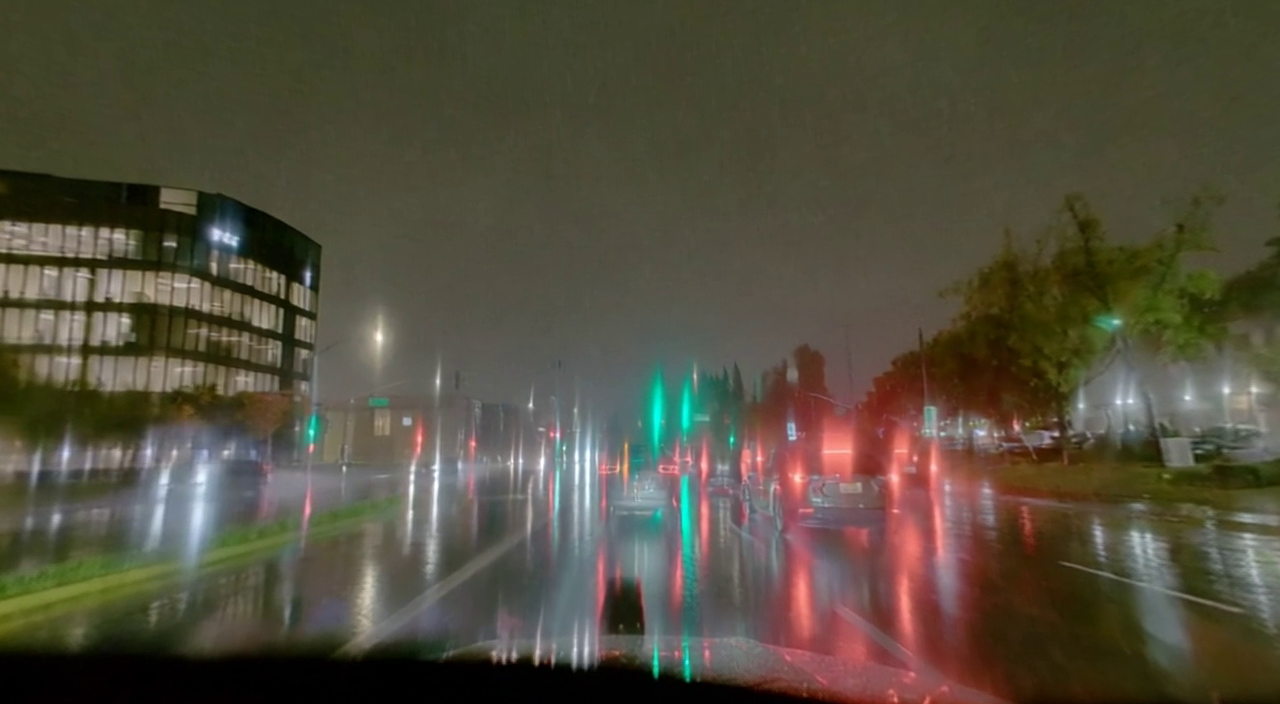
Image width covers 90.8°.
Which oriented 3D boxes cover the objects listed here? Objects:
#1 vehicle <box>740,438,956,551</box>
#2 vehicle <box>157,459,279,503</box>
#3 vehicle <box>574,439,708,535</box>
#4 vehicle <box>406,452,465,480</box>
[{"bbox_3d":[3.134,2.232,10.712,1.995,1.483,4.533,0,-8,-2],"label":"vehicle"},{"bbox_3d":[-16.429,5.008,24.914,1.864,1.489,4.346,0,-8,-1],"label":"vehicle"},{"bbox_3d":[-0.034,2.435,12.052,2.105,1.474,4.127,0,-8,-1],"label":"vehicle"},{"bbox_3d":[-12.454,6.966,38.779,2.020,1.533,4.620,0,-8,0],"label":"vehicle"}]
